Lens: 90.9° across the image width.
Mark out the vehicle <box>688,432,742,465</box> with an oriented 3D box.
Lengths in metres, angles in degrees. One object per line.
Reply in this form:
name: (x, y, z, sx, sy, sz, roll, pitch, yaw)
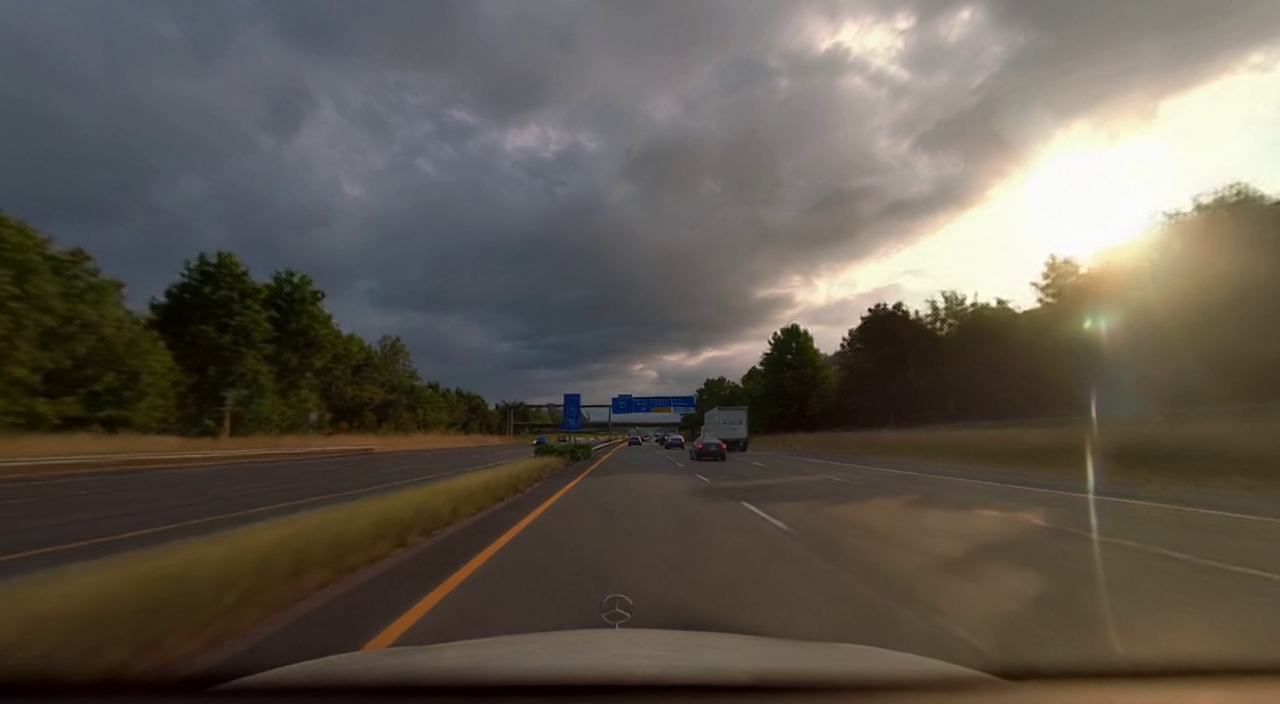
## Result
vehicle: (3.734, 4.869, 32.032, 1.986, 1.501, 4.529, 0, -8, -2)
